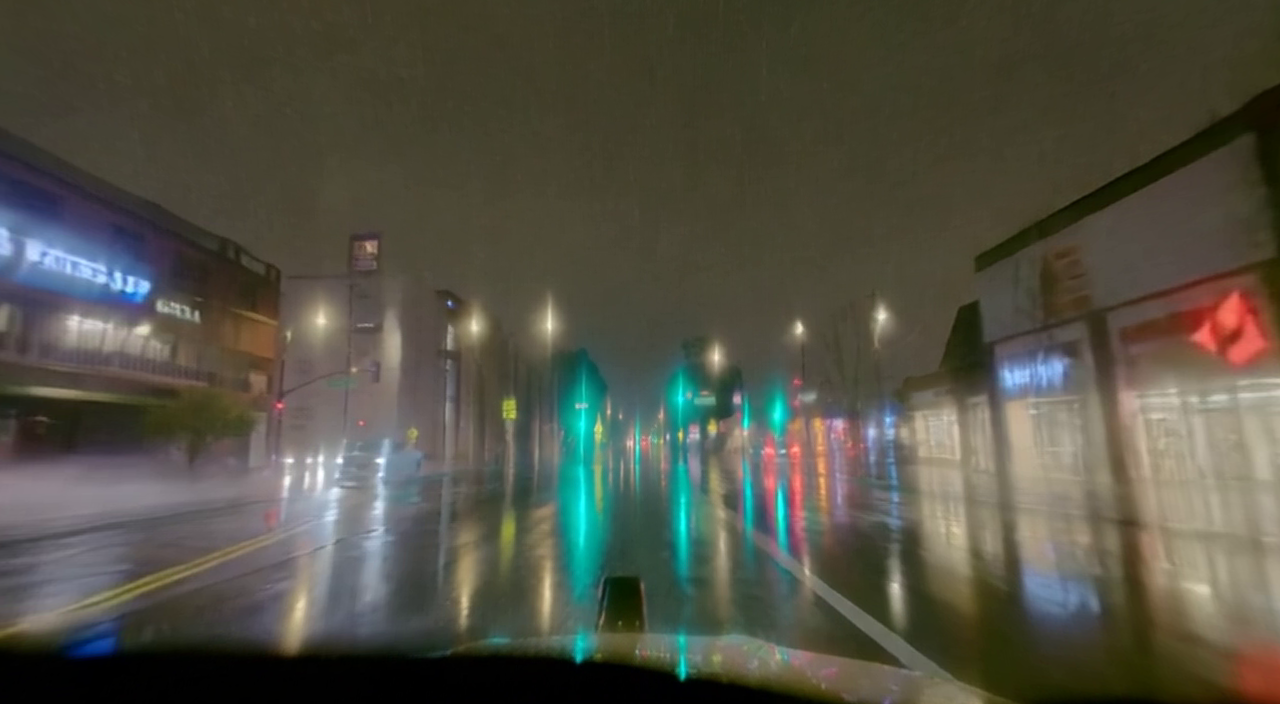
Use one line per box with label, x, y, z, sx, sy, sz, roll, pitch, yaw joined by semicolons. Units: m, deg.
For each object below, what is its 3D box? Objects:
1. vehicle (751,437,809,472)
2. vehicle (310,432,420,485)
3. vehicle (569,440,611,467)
vehicle;7.255;5.343;33.026;1.950;1.686;4.509;0;-8;-1
vehicle;-10.318;4.022;24.061;2.155;1.830;4.564;0;-8;-1
vehicle;-2.834;5.886;36.588;2.078;1.471;4.217;0;-8;0
